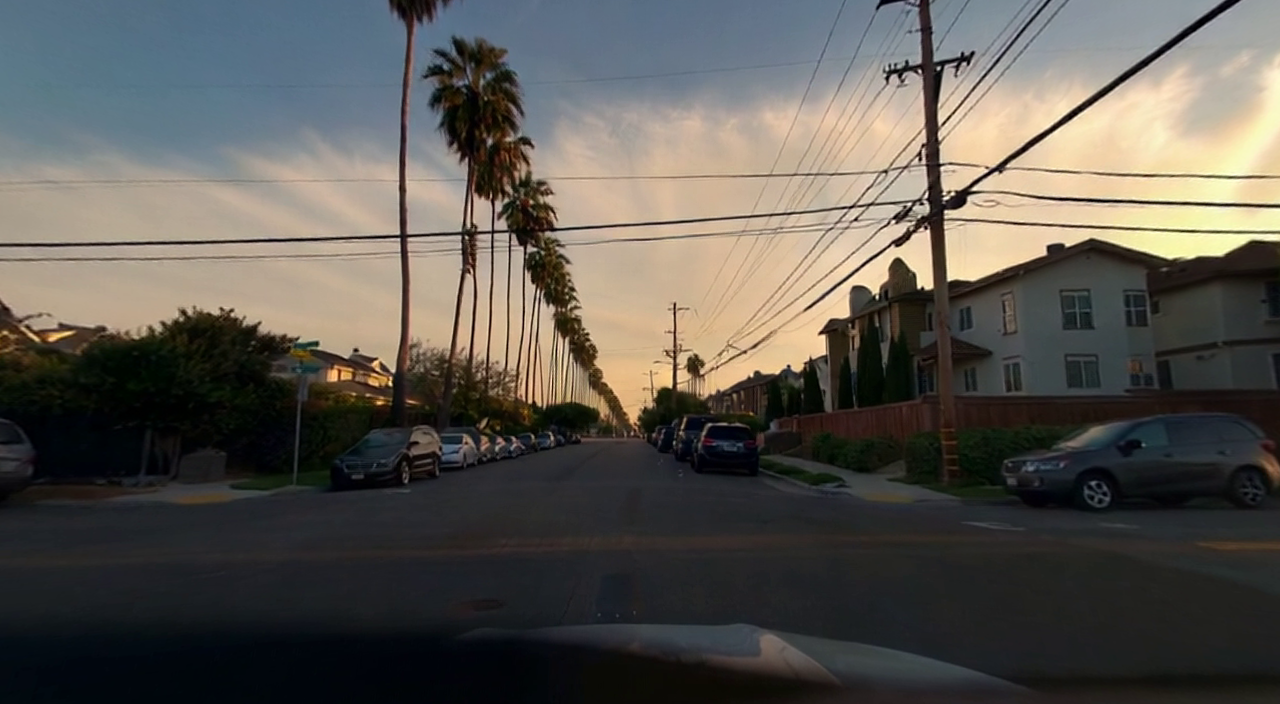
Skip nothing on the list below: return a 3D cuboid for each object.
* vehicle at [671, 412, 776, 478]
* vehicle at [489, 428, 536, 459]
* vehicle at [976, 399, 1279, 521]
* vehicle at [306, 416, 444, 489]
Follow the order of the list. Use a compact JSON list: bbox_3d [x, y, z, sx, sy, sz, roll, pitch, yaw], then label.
[{"bbox_3d":[2.565,3.110,21.284,2.505,1.895,5.805,0,-8,-3],"label":"vehicle"},{"bbox_3d":[-8.133,5.895,40.754,2.178,1.865,4.658,0,-8,-2],"label":"vehicle"},{"bbox_3d":[10.216,2.005,12.317,5.971,1.967,2.385,-1,-8,-5],"label":"vehicle"},{"bbox_3d":[-7.070,2.717,17.452,2.198,1.724,4.493,1,-8,-5],"label":"vehicle"}]
